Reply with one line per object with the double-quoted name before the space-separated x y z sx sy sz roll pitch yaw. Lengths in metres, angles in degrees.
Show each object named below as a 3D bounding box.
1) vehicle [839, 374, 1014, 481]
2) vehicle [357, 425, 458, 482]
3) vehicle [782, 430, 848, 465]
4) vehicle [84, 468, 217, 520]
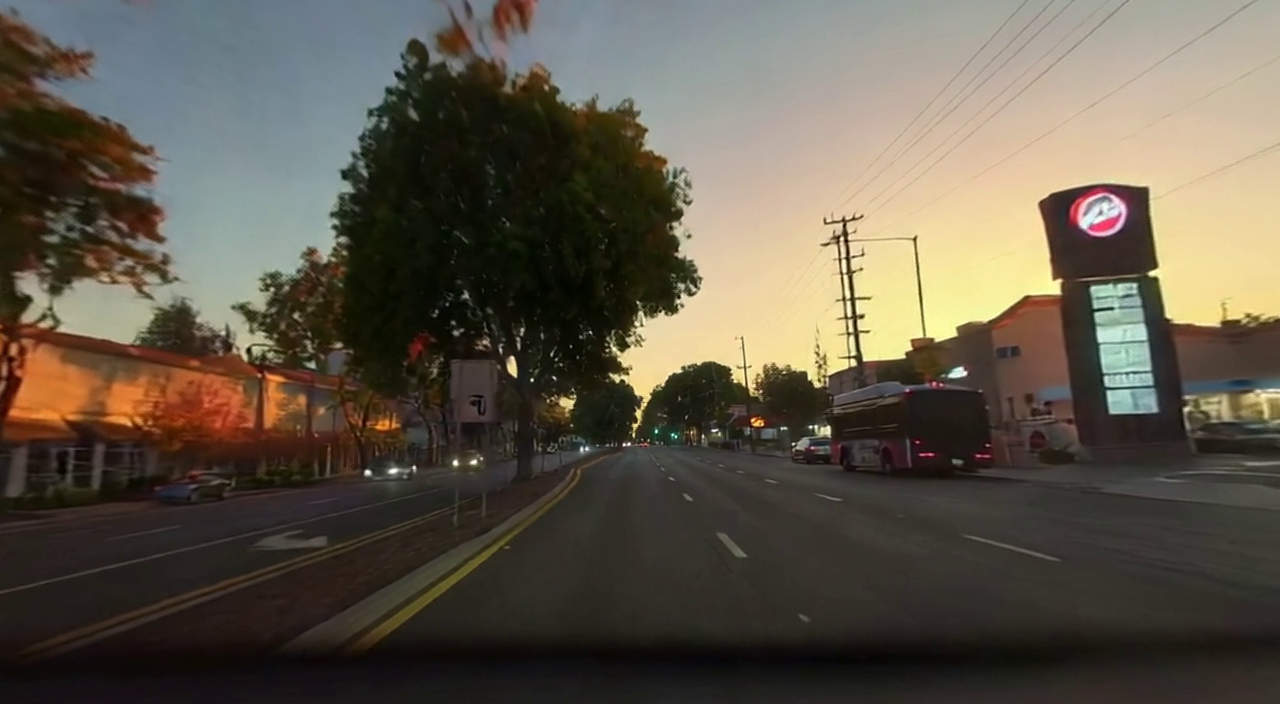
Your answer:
"vehicle" 9.773 2.788 22.696 2.923 3.249 6.993 0 -8 0
"vehicle" -15.346 6.831 42.846 3.179 3.378 9.825 0 -8 0
"vehicle" 9.689 5.350 35.466 2.147 1.781 5.063 0 -8 -1
"vehicle" -19.581 5.655 25.585 1.984 1.578 4.507 -4 -8 -2
